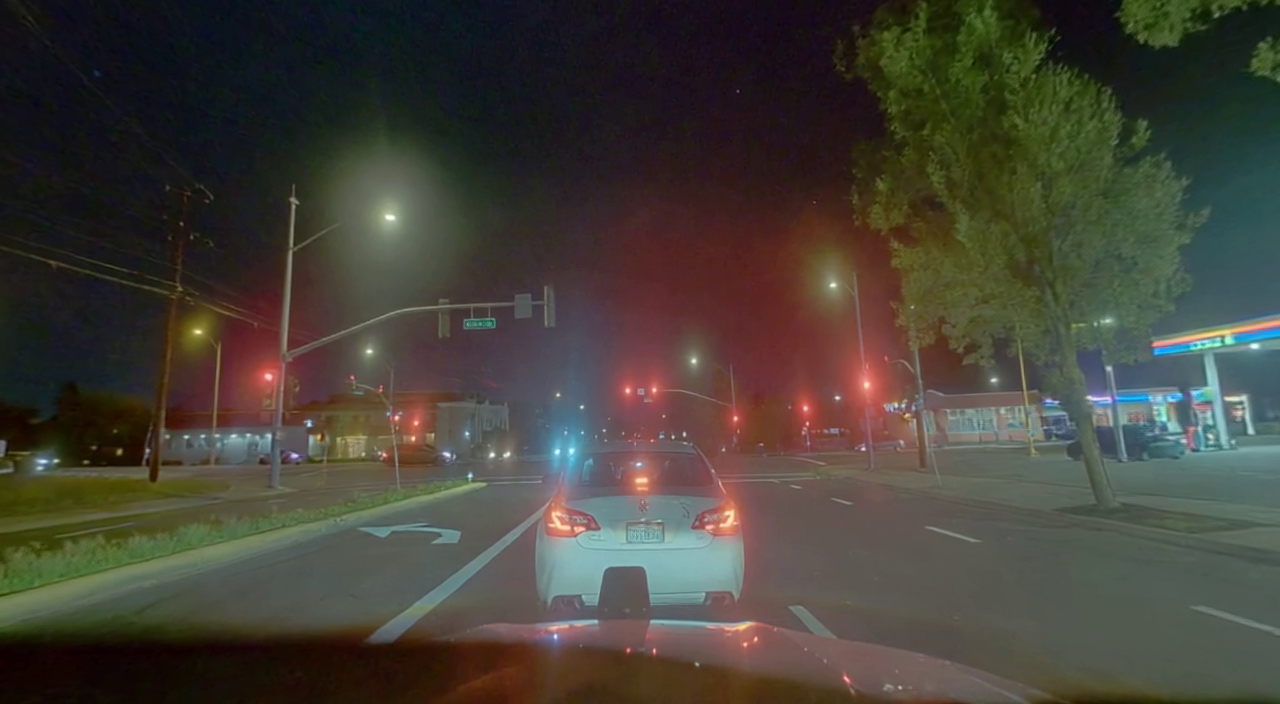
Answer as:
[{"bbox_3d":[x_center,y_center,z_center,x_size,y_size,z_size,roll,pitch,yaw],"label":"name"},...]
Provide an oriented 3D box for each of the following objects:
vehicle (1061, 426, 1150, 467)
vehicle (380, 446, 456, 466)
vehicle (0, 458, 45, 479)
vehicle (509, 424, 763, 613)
[{"bbox_3d":[18.549,3.746,25.052,4.091,1.495,2.053,8,-12,-44],"label":"vehicle"},{"bbox_3d":[-16.212,7.601,46.101,4.813,1.455,1.889,-1,-8,4],"label":"vehicle"},{"bbox_3d":[-44.916,8.180,44.335,4.380,1.409,1.841,-1,-8,6],"label":"vehicle"},{"bbox_3d":[-0.051,1.623,7.104,2.010,1.482,4.057,0,-8,0],"label":"vehicle"}]
